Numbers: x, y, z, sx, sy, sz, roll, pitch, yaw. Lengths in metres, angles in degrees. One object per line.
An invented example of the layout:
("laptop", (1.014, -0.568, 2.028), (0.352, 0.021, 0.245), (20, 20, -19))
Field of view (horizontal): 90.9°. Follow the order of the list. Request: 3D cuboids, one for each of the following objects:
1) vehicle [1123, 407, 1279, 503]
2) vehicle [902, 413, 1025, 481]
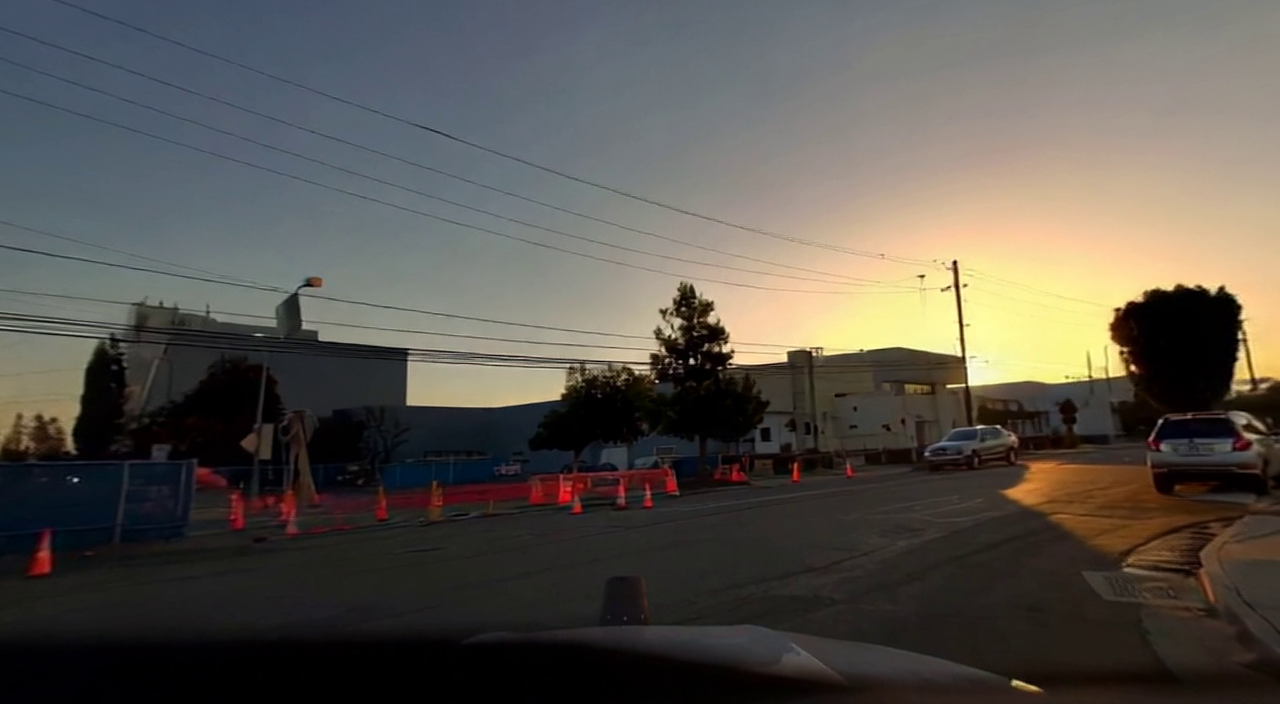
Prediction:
("vehicle", (13.701, 2.419, 15.060), (4.781, 1.897, 2.447), (8, -12, -42))
("vehicle", (17.495, 5.100, 33.818), (8.300, 3.218, 2.790), (8, -13, -41))
